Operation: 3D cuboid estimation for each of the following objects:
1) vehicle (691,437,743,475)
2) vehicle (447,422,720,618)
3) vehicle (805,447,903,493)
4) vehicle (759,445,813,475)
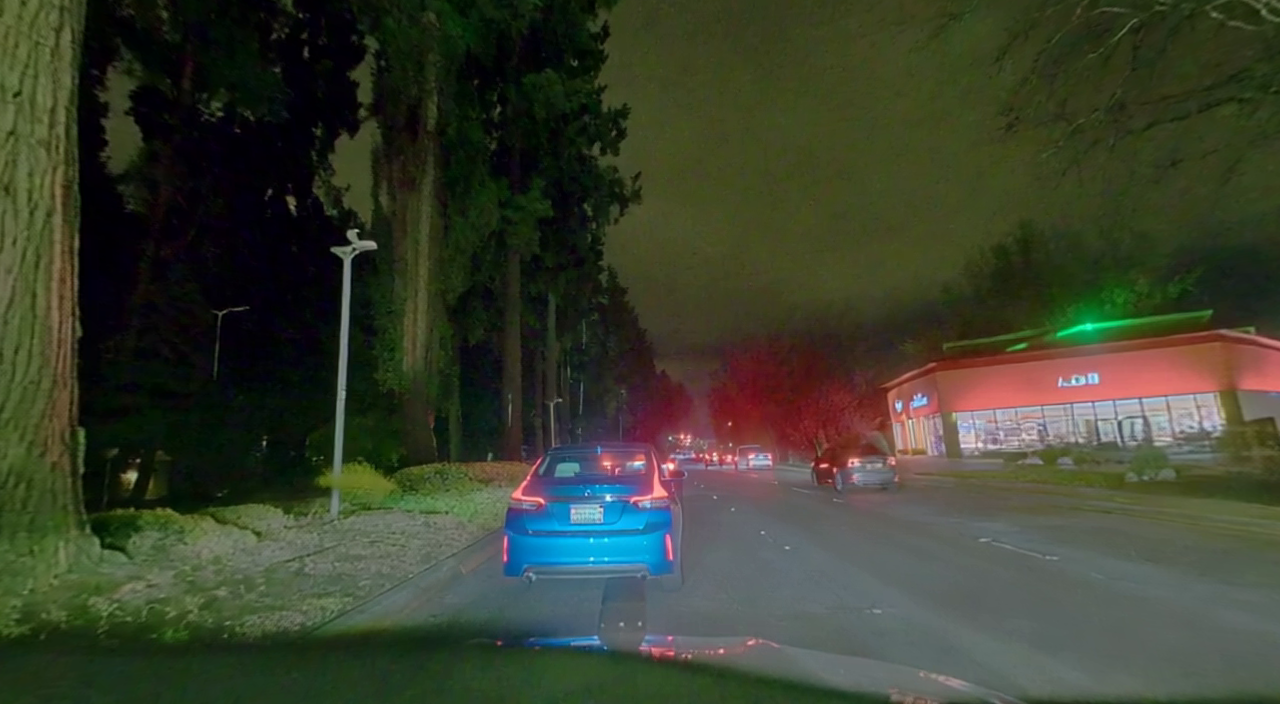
[{"bbox_3d":[4.200,5.774,34.970,2.260,1.928,5.218,0,-9,0],"label":"vehicle"},{"bbox_3d":[-0.444,1.607,6.941,2.111,1.506,4.018,0,-9,0],"label":"vehicle"},{"bbox_3d":[7.021,3.894,21.060,1.909,1.380,3.905,0,-9,0],"label":"vehicle"},{"bbox_3d":[7.952,5.899,34.509,1.887,1.516,4.419,0,-9,0],"label":"vehicle"}]
